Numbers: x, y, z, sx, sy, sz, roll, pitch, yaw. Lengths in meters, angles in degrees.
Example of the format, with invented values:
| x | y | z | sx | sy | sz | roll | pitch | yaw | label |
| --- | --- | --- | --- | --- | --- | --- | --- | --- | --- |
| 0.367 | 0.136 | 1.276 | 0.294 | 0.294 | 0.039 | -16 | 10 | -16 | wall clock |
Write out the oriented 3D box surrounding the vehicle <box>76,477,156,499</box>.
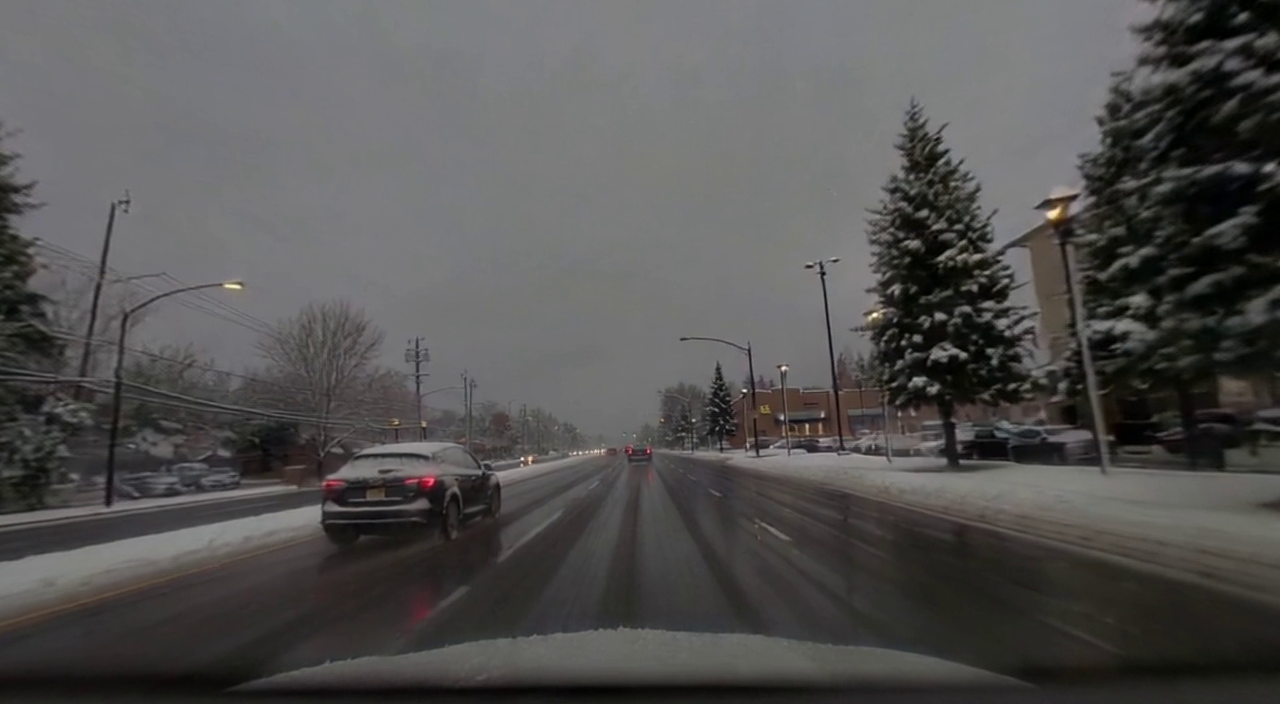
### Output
| x | y | z | sx | sy | sz | roll | pitch | yaw | label |
| --- | --- | --- | --- | --- | --- | --- | --- | --- | --- |
| -37.171 | 9.641 | 44.746 | 4.103 | 1.444 | 1.795 | 0 | -9 | 2 | vehicle |

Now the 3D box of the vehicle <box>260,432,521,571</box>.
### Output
| x | y | z | sx | sy | sz | roll | pitch | yaw | label |
| --- | --- | --- | --- | --- | --- | --- | --- | --- | --- |
| -3.124 | 1.954 | 9.059 | 1.939 | 1.496 | 4.309 | 0 | -9 | 1 | vehicle |

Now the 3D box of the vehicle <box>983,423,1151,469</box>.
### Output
| x | y | z | sx | sy | sz | roll | pitch | yaw | label |
| --- | --- | --- | --- | --- | --- | --- | --- | --- | --- |
| 14.683 | 3.270 | 21.873 | 4.363 | 1.485 | 1.964 | 0 | -9 | 1 | vehicle |

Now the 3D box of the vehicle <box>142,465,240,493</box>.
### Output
| x | y | z | sx | sy | sz | roll | pitch | yaw | label |
| --- | --- | --- | --- | --- | --- | --- | --- | --- | --- |
| -31.990 | 9.028 | 44.925 | 5.325 | 1.814 | 2.128 | 0 | -9 | 1 | vehicle |

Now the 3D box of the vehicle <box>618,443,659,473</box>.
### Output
| x | y | z | sx | sy | sz | roll | pitch | yaw | label |
| --- | --- | --- | --- | --- | --- | --- | --- | --- | --- |
| -0.086 | 5.537 | 33.123 | 2.019 | 1.459 | 4.005 | 0 | -9 | -1 | vehicle |
